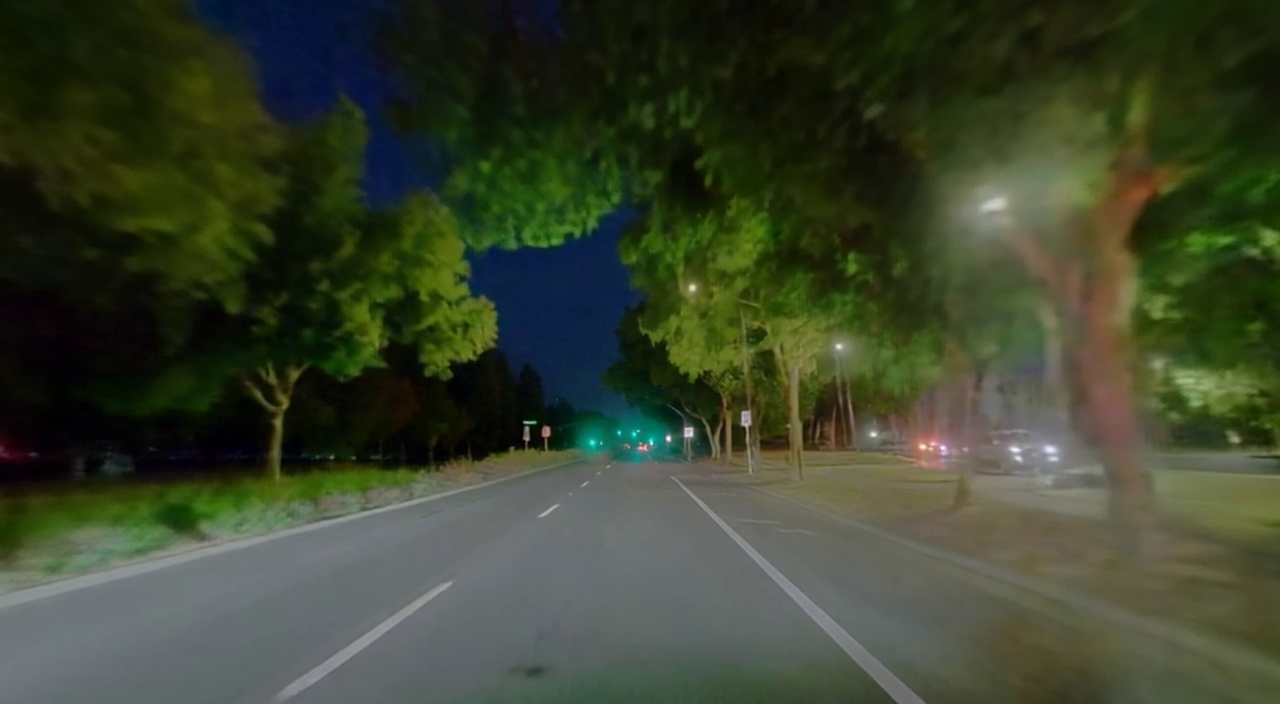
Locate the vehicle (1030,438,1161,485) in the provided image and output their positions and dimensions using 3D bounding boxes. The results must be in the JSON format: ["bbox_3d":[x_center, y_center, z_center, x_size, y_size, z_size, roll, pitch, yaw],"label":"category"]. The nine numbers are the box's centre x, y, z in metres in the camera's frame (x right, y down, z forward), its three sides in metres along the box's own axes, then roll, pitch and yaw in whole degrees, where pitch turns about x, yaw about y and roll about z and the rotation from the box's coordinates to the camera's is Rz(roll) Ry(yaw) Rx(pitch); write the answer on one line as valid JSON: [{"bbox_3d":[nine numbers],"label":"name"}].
[{"bbox_3d":[17.153,4.136,23.965,1.851,1.566,3.968,-1,-9,-2],"label":"vehicle"}]

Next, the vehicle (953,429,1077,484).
[{"bbox_3d":[14.361,4.060,24.499,1.855,1.900,4.714,0,-9,-1],"label":"vehicle"}]
